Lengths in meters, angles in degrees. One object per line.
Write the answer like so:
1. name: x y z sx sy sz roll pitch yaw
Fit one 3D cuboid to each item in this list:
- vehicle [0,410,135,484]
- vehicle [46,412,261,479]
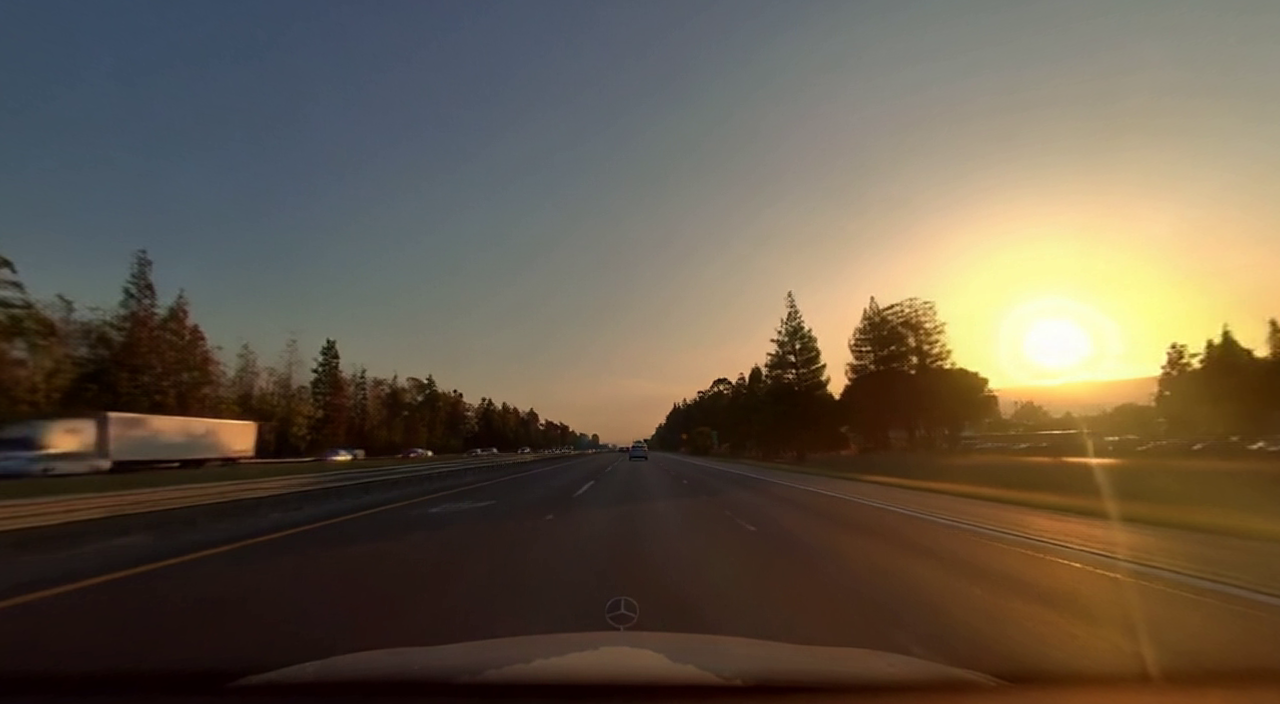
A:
1. vehicle: -36.113 5.830 38.842 3.039 4.027 8.444 0 -9 -1
2. vehicle: -36.171 7.273 48.853 3.404 4.230 16.727 0 -9 0
